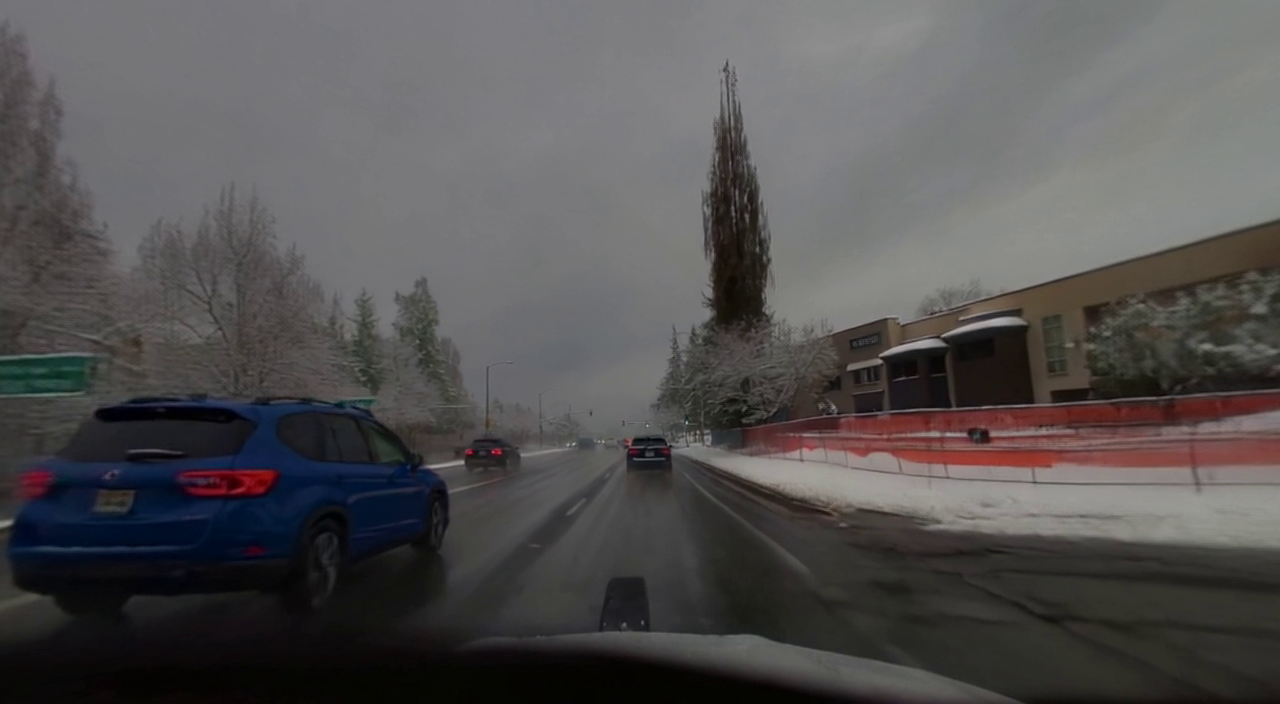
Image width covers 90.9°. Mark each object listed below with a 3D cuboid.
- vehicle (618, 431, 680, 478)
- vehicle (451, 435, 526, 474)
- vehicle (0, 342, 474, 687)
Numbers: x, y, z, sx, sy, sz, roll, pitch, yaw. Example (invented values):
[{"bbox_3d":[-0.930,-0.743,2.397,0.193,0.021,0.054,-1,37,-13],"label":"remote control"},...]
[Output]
[{"bbox_3d":[0.322,3.947,24.476,2.227,1.654,4.091,0,-8,0],"label":"vehicle"},{"bbox_3d":[-6.125,4.191,25.988,1.877,1.479,4.430,0,-8,2],"label":"vehicle"},{"bbox_3d":[-3.384,1.210,5.919,2.157,1.824,4.986,0,-8,1],"label":"vehicle"}]
